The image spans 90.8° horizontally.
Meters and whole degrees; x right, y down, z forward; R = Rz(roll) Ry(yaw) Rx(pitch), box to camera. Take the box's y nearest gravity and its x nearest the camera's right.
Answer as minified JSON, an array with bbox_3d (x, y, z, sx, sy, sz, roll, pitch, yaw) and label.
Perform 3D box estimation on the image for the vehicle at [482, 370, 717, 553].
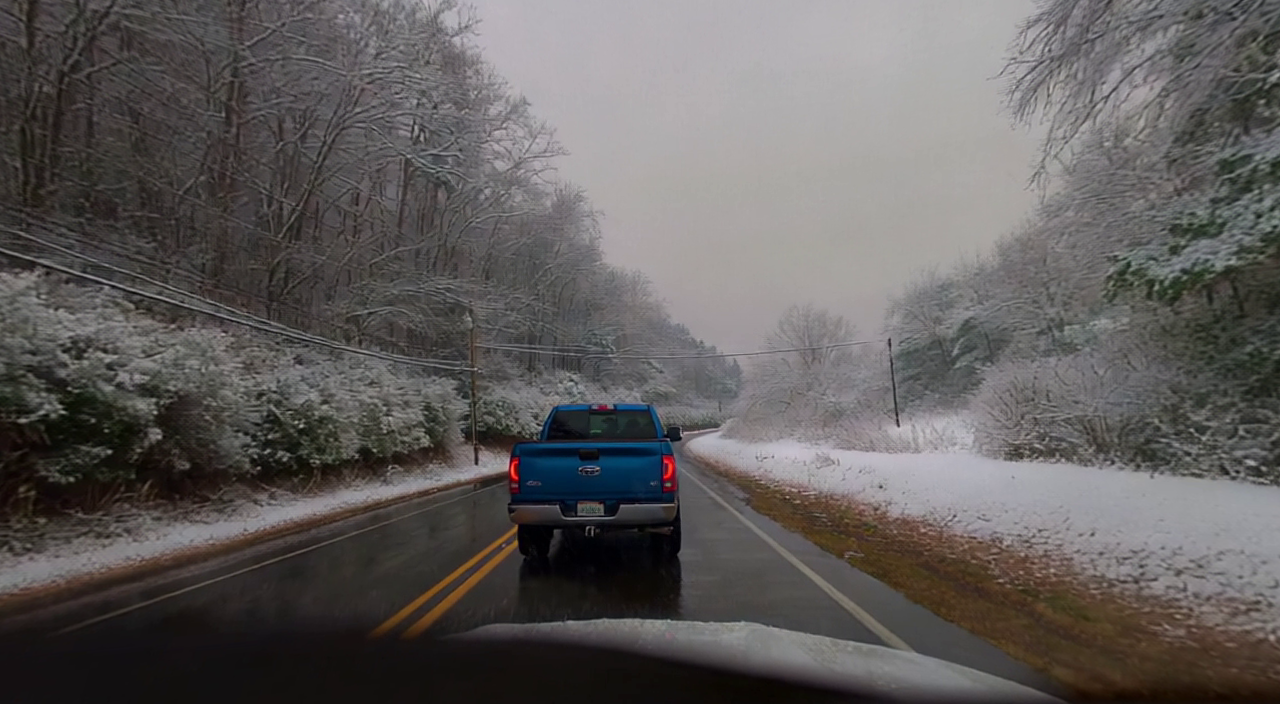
[{"bbox_3d":[-0.524,1.757,10.702,2.837,2.223,5.885,0,-8,-1],"label":"vehicle"}]
